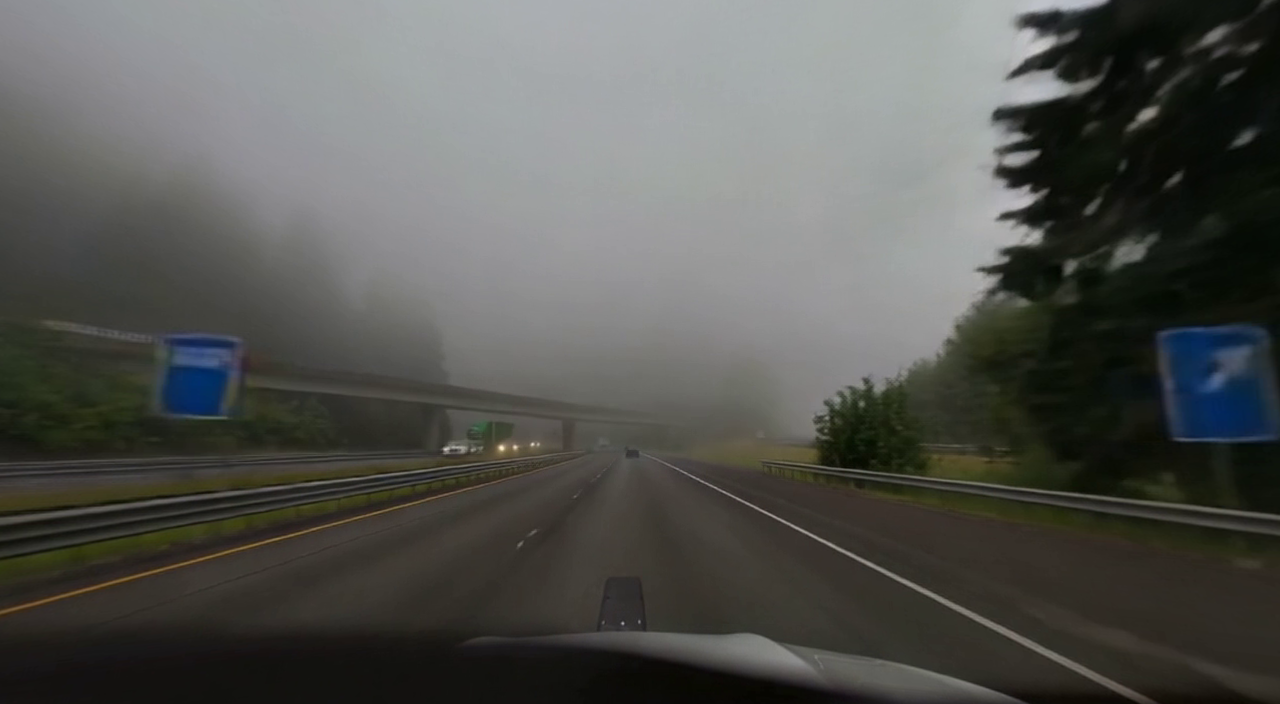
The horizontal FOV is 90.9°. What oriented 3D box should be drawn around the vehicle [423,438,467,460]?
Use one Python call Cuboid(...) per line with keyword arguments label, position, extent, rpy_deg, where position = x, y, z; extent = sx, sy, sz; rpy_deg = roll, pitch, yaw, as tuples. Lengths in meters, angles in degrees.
Cuboid(label="vehicle", position=(-15.222, 7.620, 49.436), extent=(2.117, 1.623, 4.690), rpy_deg=(0, -9, -2))
